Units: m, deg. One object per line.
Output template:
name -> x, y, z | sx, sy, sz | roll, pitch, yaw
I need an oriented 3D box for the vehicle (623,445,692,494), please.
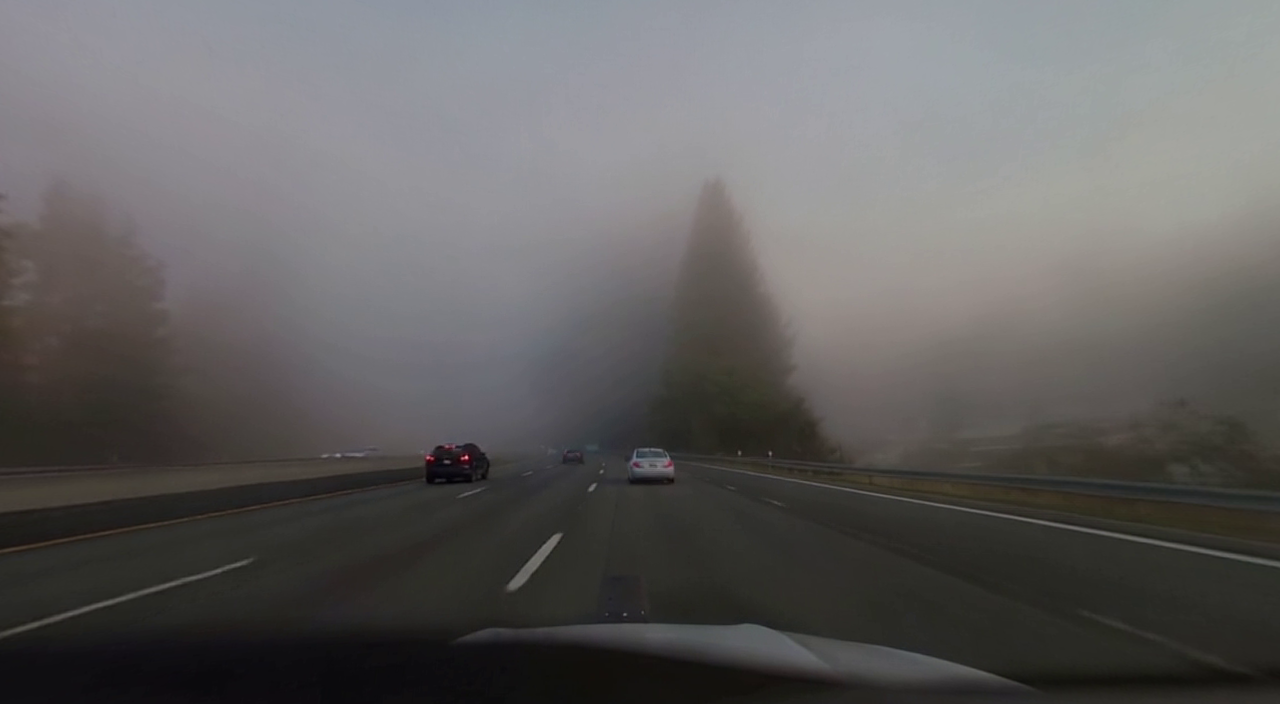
vehicle -> 0.472, 3.800, 20.797 | 2.051, 1.444, 3.927 | 0, -9, -2

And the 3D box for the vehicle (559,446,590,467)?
vehicle -> -5.070, 8.172, 49.494 | 2.246, 1.519, 4.980 | 1, -9, -4

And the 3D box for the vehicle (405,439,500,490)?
vehicle -> -6.855, 4.176, 23.713 | 2.221, 1.693, 4.631 | 0, -9, -1
